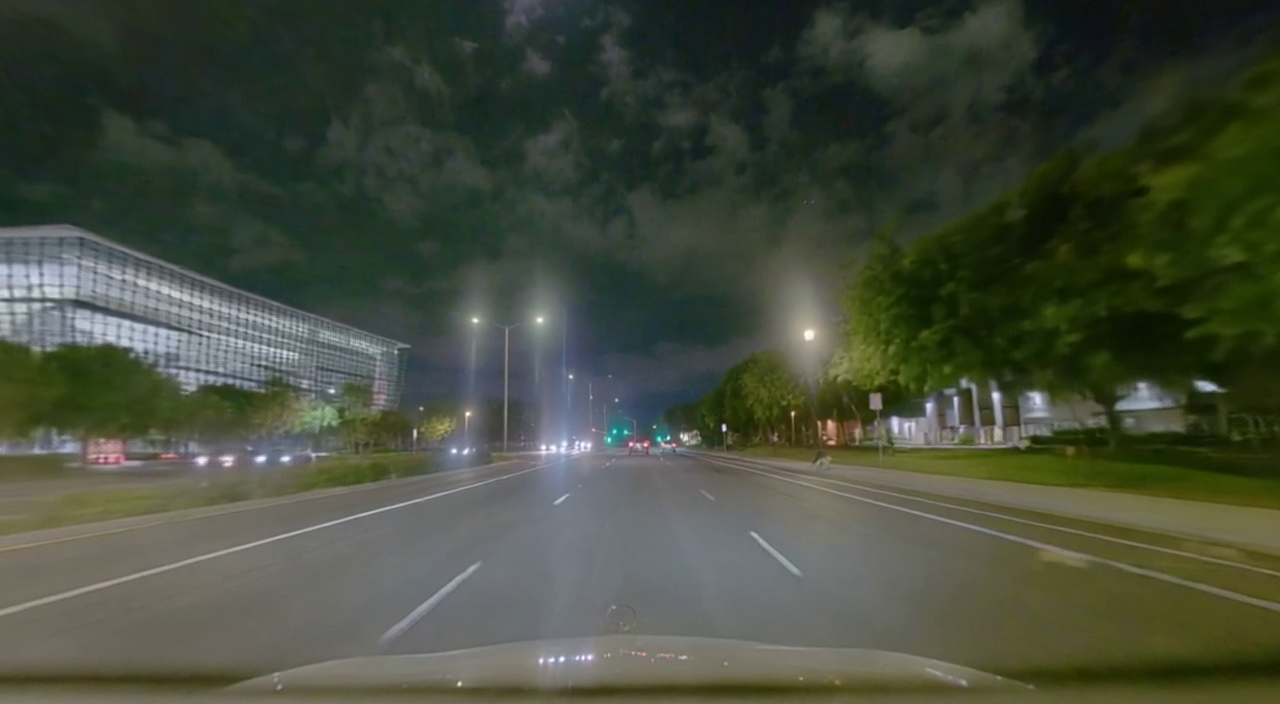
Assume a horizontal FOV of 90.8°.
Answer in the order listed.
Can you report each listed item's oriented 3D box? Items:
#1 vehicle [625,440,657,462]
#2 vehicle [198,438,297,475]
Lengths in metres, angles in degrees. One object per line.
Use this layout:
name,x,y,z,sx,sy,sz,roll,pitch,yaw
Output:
vehicle,0.035,6.859,43.878,2.080,1.445,4.096,0,-8,-1
vehicle,-21.253,5.667,34.531,2.308,1.840,5.236,1,-8,-4
